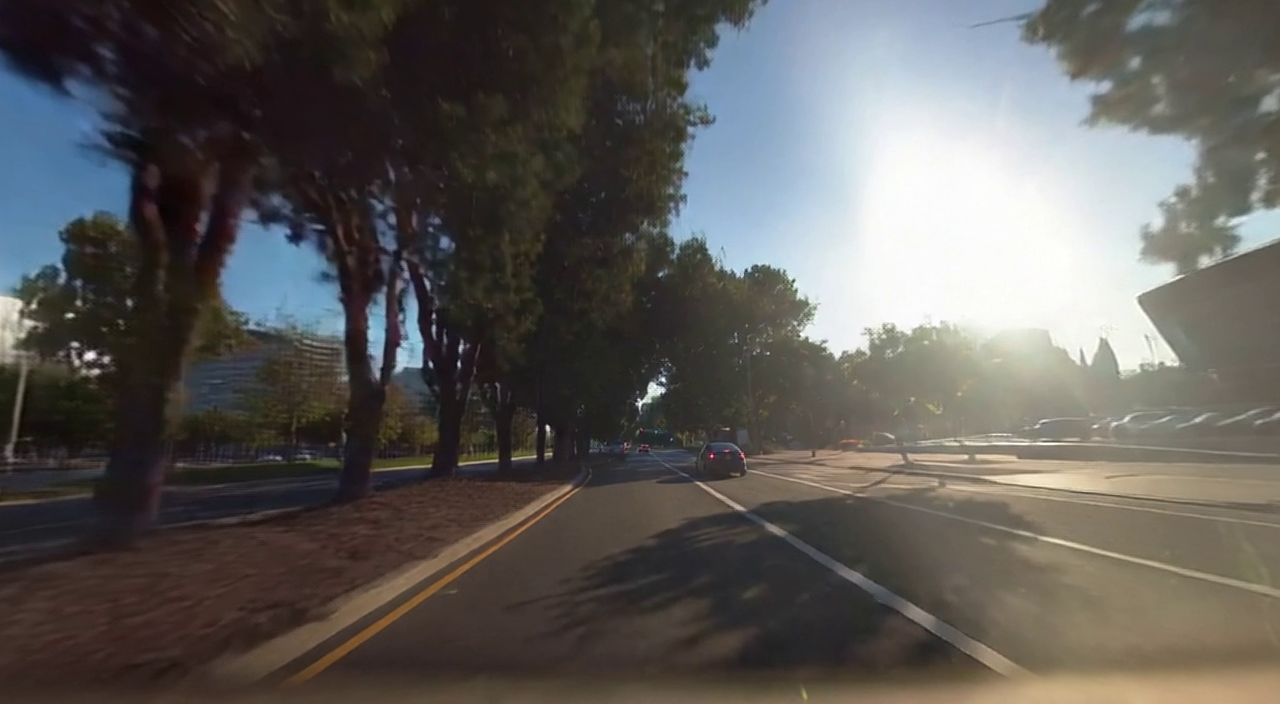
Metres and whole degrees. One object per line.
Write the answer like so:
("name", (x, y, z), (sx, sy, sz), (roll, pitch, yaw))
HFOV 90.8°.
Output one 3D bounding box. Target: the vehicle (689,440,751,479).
("vehicle", (3.317, 4.543, 27.021), (1.948, 1.479, 4.620), (0, -9, -2))
